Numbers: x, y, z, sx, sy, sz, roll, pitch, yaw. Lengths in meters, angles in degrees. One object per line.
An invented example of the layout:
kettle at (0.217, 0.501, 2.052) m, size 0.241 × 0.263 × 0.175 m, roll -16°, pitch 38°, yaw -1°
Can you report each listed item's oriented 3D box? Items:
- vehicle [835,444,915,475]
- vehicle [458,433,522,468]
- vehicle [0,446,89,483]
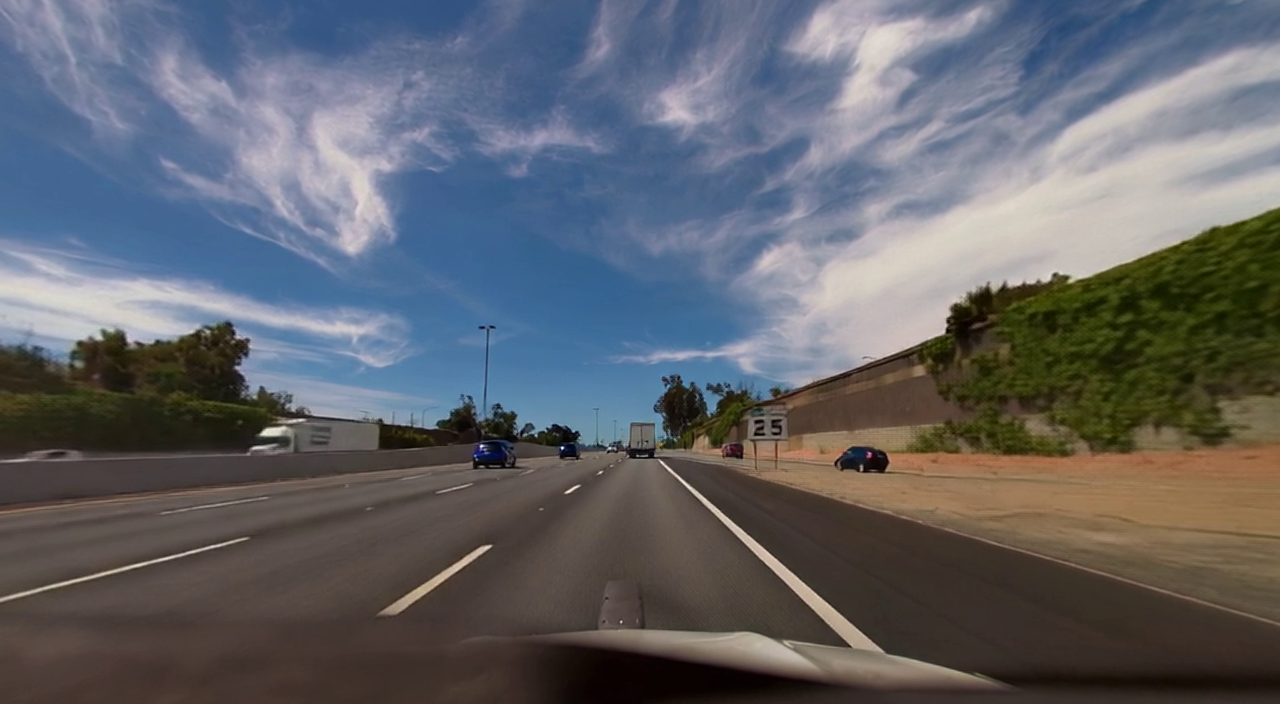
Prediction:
vehicle at (12.571, 5.788, 34.047) m, size 2.075 × 1.510 × 4.569 m, roll 1°, pitch -9°, yaw -8°
vehicle at (-9.927, 6.603, 42.336) m, size 2.571 × 2.169 × 6.443 m, roll 0°, pitch -9°, yaw 1°
vehicle at (-32.677, 5.973, 33.727) m, size 1.948 × 1.792 × 4.704 m, roll 0°, pitch -9°, yaw 1°
